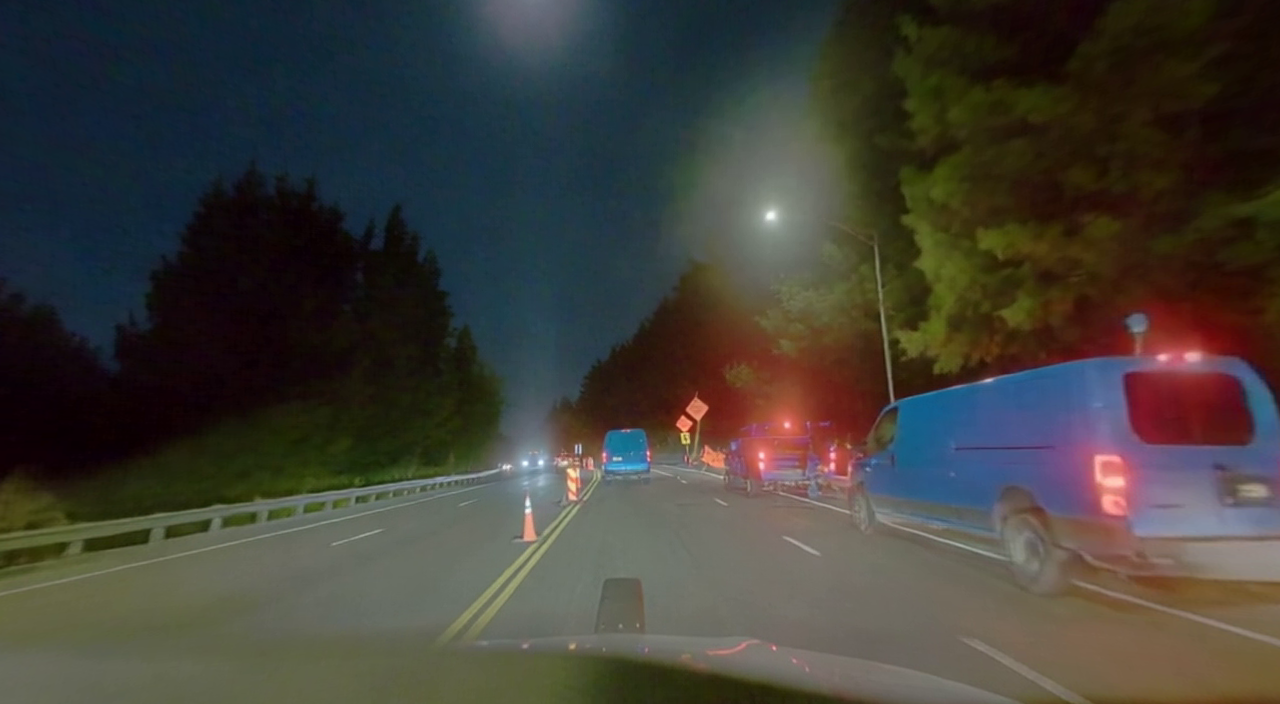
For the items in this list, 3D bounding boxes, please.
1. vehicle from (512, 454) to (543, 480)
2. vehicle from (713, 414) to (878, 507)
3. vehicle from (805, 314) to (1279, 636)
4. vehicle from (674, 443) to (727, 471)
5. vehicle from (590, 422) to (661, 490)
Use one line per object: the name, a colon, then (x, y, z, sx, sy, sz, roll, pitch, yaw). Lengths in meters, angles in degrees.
vehicle: (-8.091, 8.265, 45.797, 1.992, 1.712, 4.504, 1, -9, -7)
vehicle: (3.652, 2.799, 16.709, 2.415, 1.932, 6.910, 0, -9, -2)
vehicle: (4.219, 1.302, 7.612, 2.613, 2.153, 6.713, 0, -9, 0)
vehicle: (3.203, 5.716, 34.352, 2.277, 1.299, 3.889, -2, -9, -3)
vehicle: (-0.613, 3.807, 23.370, 2.362, 2.247, 4.892, 0, -9, -3)
